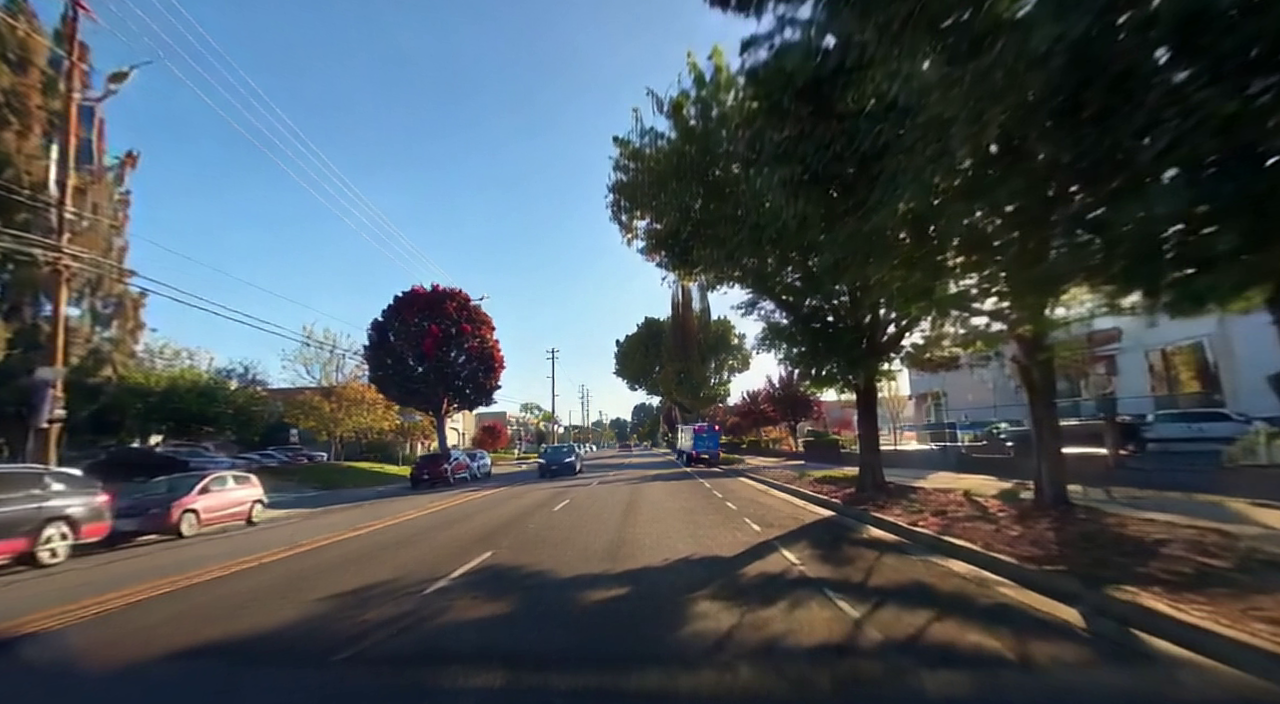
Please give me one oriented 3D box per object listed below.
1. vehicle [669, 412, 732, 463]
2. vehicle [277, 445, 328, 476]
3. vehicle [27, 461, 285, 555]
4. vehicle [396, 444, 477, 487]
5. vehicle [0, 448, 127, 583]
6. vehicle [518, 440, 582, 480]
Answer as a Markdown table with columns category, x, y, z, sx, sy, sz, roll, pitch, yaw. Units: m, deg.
| category | x | y | z | sx | sy | sz | roll | pitch | yaw |
| --- | --- | --- | --- | --- | --- | --- | --- | --- | --- |
| vehicle | 3.973 | 5.985 | 43.834 | 3.168 | 3.106 | 9.350 | 0 | -8 | -1 |
| vehicle | -19.429 | 6.221 | 36.543 | 1.980 | 1.669 | 5.543 | 3 | -9 | -22 |
| vehicle | -9.425 | 3.010 | 12.889 | 1.768 | 1.454 | 4.340 | 0 | -8 | 1 |
| vehicle | -8.982 | 5.013 | 28.377 | 1.938 | 1.756 | 4.686 | 0 | -8 | 2 |
| vehicle | -9.635 | 2.116 | 7.934 | 2.059 | 1.783 | 5.024 | 0 | -8 | 1 |
| vehicle | -3.716 | 4.525 | 26.731 | 2.042 | 1.530 | 3.980 | 0 | -8 | 1 |
